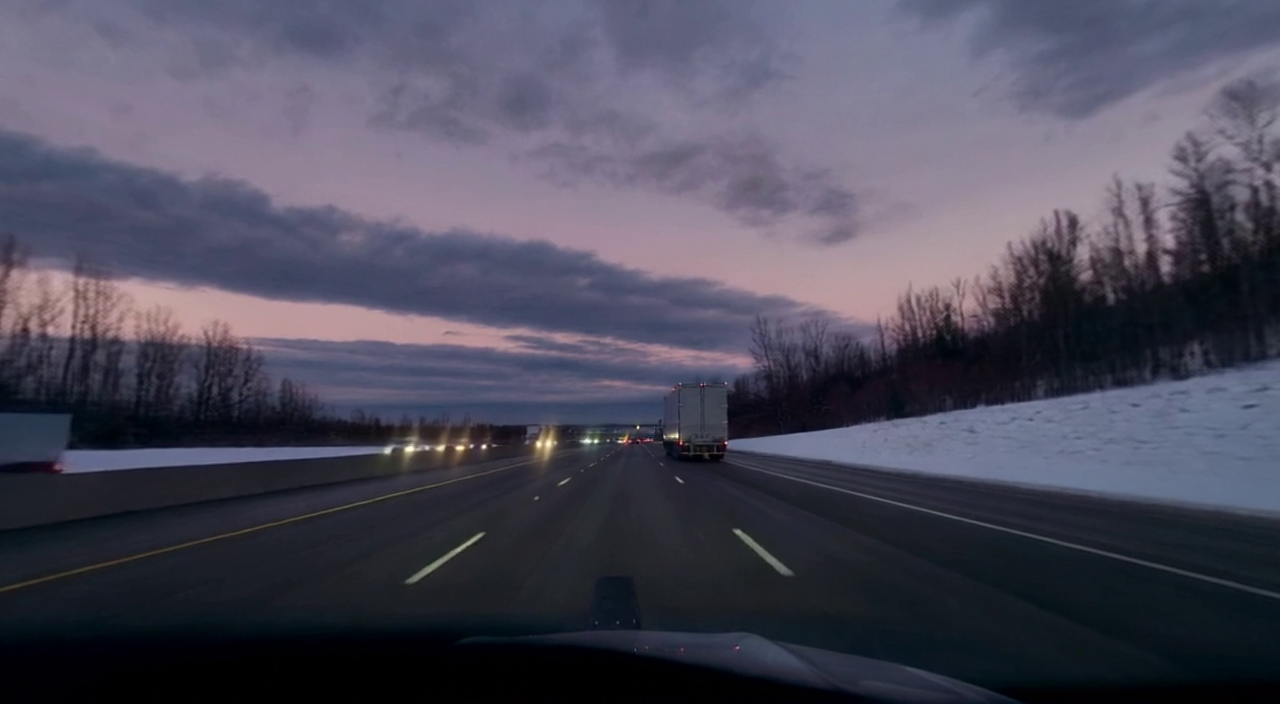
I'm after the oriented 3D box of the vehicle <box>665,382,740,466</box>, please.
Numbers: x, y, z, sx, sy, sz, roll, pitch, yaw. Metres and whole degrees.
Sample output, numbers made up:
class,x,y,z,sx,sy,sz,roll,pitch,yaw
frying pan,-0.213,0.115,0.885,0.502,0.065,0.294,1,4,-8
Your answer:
class,x,y,z,sx,sy,sz,roll,pitch,yaw
vehicle,3.424,4.615,39.380,2.979,4.161,15.508,0,-7,-1

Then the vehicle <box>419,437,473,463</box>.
class,x,y,z,sx,sy,sz,roll,pitch,yaw
vehicle,-12.291,6.207,40.171,1.993,1.570,4.855,0,-8,-1

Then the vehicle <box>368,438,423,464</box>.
class,x,y,z,sx,sy,sz,roll,pitch,yaw
vehicle,-15.992,6.453,41.290,1.905,1.641,4.417,0,-8,-1
